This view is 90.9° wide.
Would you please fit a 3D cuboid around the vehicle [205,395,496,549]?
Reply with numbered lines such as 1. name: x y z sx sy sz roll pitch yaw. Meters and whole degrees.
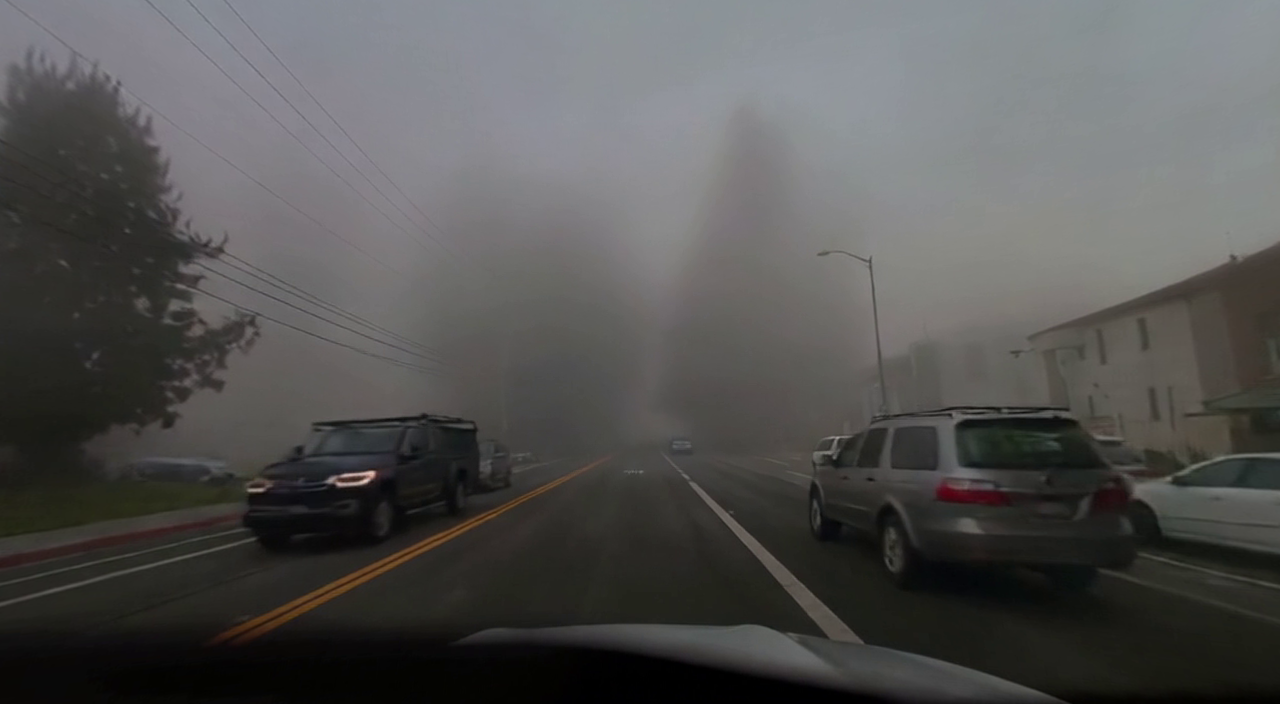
1. vehicle: -4.628 2.060 11.560 2.435 2.069 5.772 -1 -8 2

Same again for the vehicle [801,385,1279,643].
1. vehicle: 3.300 1.411 6.566 2.004 1.704 4.573 0 -8 0

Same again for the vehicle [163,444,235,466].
1. vehicle: -31.719 7.422 45.513 1.746 1.479 4.603 0 -9 2

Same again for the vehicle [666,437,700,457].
1. vehicle: 3.204 7.229 48.038 2.059 1.489 4.629 0 -8 -2
